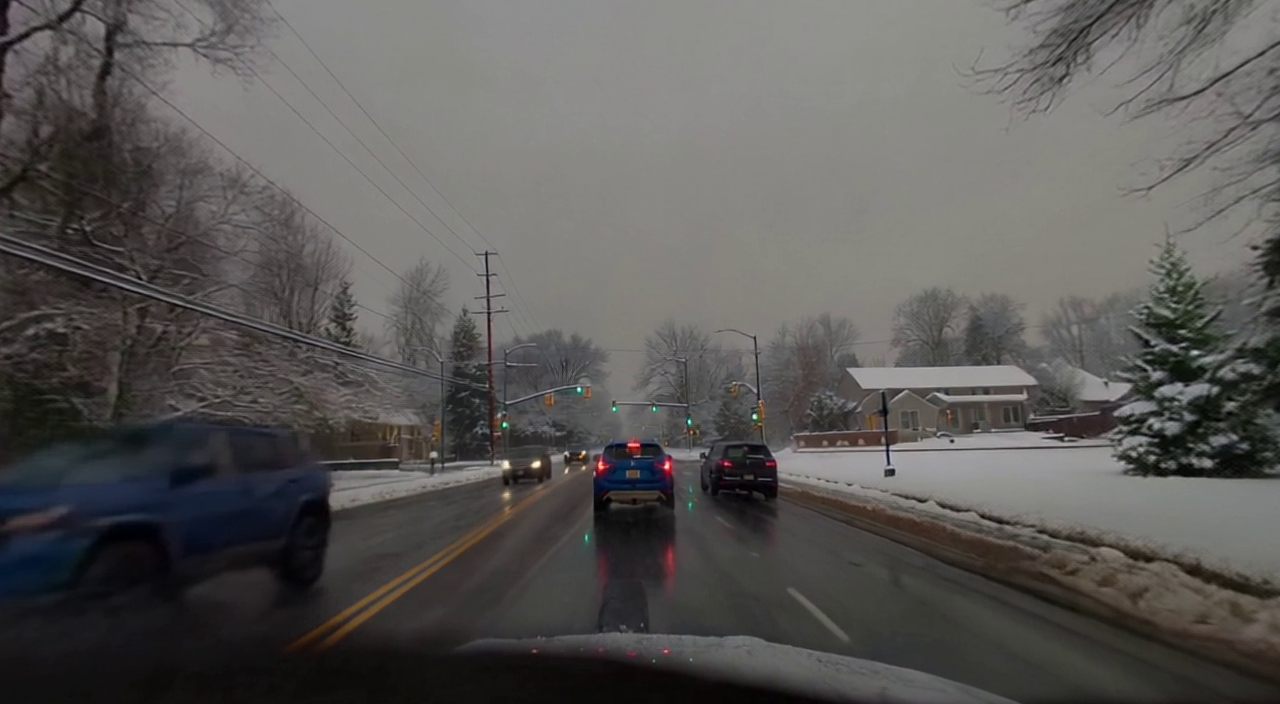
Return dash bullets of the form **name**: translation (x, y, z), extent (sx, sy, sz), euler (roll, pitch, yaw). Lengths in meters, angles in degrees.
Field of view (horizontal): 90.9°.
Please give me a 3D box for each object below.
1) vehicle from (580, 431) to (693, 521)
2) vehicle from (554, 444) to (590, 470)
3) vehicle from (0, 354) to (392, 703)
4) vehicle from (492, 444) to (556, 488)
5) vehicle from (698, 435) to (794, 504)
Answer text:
- **vehicle**: translation (-0.113, 2.676, 14.164), extent (2.151, 1.695, 4.100), euler (0, -8, -1)
- **vehicle**: translation (-5.224, 8.158, 49.245), extent (2.197, 1.882, 4.973), euler (0, -8, 0)
- **vehicle**: translation (-4.519, 1.380, 6.009), extent (2.138, 1.938, 5.584), euler (0, -8, -1)
- **vehicle**: translation (-4.916, 4.837, 27.216), extent (2.063, 1.727, 3.923), euler (0, -8, -1)
- **vehicle**: translation (2.918, 3.340, 18.386), extent (1.967, 1.756, 4.281), euler (0, -8, -1)
